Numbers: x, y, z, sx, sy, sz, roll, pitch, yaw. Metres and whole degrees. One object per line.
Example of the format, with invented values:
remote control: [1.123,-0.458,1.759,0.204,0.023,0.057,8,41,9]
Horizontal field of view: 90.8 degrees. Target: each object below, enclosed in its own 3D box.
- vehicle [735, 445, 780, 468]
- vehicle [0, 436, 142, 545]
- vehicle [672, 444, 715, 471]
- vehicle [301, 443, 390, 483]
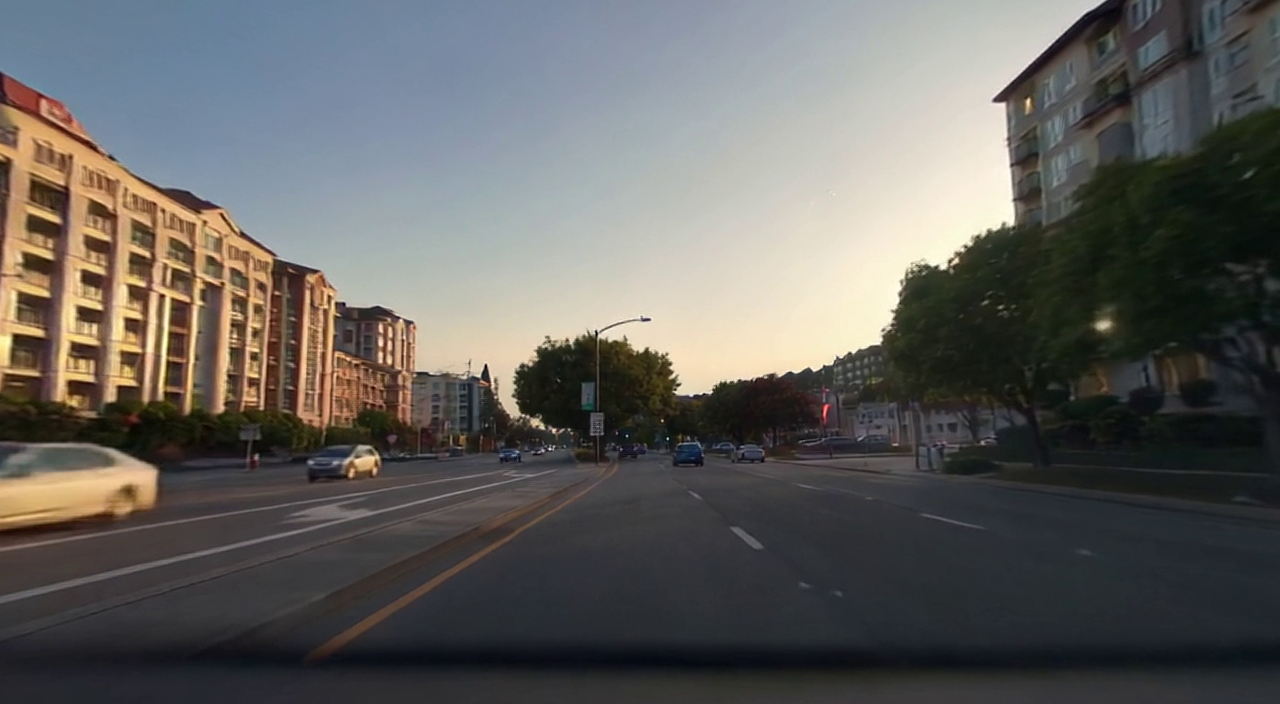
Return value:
vehicle: [7.561,6.775,41.062,1.932,1.439,4.159,0,-9,-2]
vehicle: [-10.060,1.986,9.055,2.012,1.520,4.645,0,-9,1]
vehicle: [3.184,6.356,38.317,2.020,1.479,4.650,0,-9,-2]
vehicle: [-13.386,5.064,29.056,1.953,1.688,4.435,0,-9,0]
